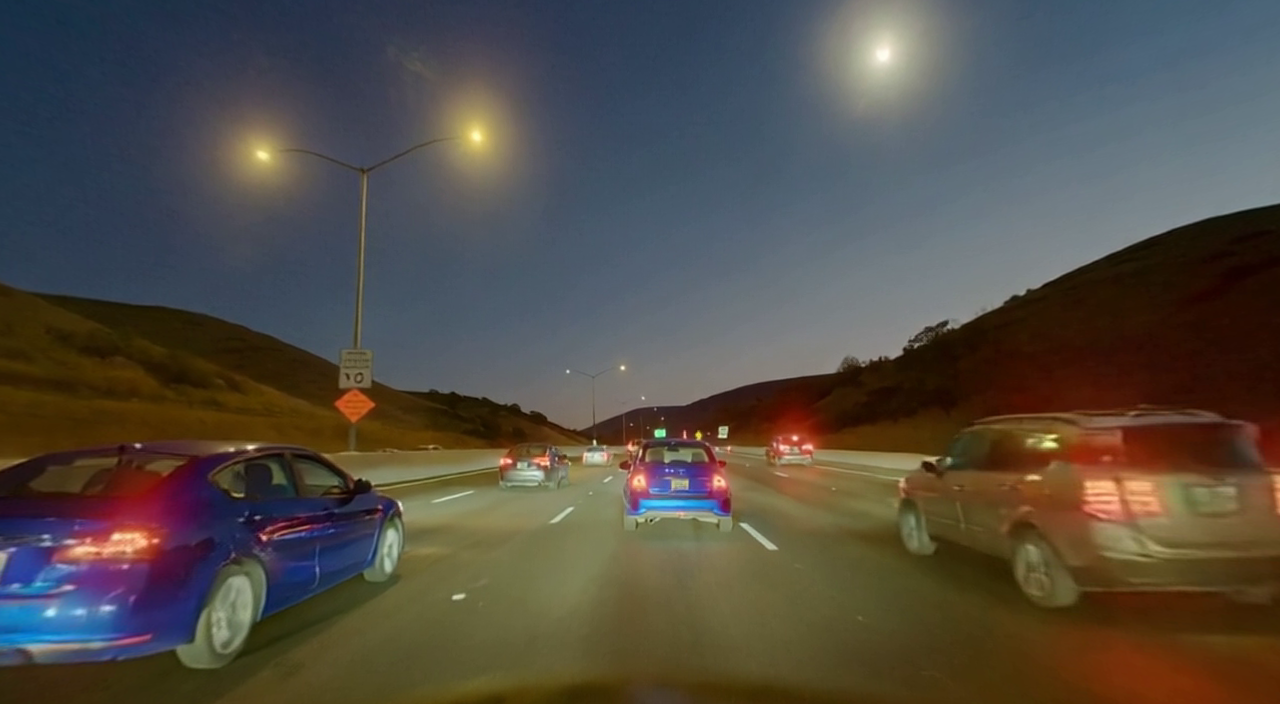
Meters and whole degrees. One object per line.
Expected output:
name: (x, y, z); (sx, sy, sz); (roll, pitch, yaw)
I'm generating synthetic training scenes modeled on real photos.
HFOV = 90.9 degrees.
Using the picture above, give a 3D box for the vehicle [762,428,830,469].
vehicle: (7.612, 4.777, 31.347); (2.210, 1.831, 4.843); (0, -9, 1)

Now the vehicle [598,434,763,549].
vehicle: (0.551, 2.064, 9.981); (2.072, 1.431, 3.904); (0, -9, 1)

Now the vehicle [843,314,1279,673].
vehicle: (3.594, 1.057, 5.628); (2.086, 1.884, 4.547); (0, -9, 1)

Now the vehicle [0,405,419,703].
vehicle: (-3.455, 1.292, 4.629); (2.033, 1.513, 4.333); (0, -9, 1)

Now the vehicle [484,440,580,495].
vehicle: (-3.126, 3.440, 19.214); (2.017, 1.446, 4.384); (-1, -9, 2)
